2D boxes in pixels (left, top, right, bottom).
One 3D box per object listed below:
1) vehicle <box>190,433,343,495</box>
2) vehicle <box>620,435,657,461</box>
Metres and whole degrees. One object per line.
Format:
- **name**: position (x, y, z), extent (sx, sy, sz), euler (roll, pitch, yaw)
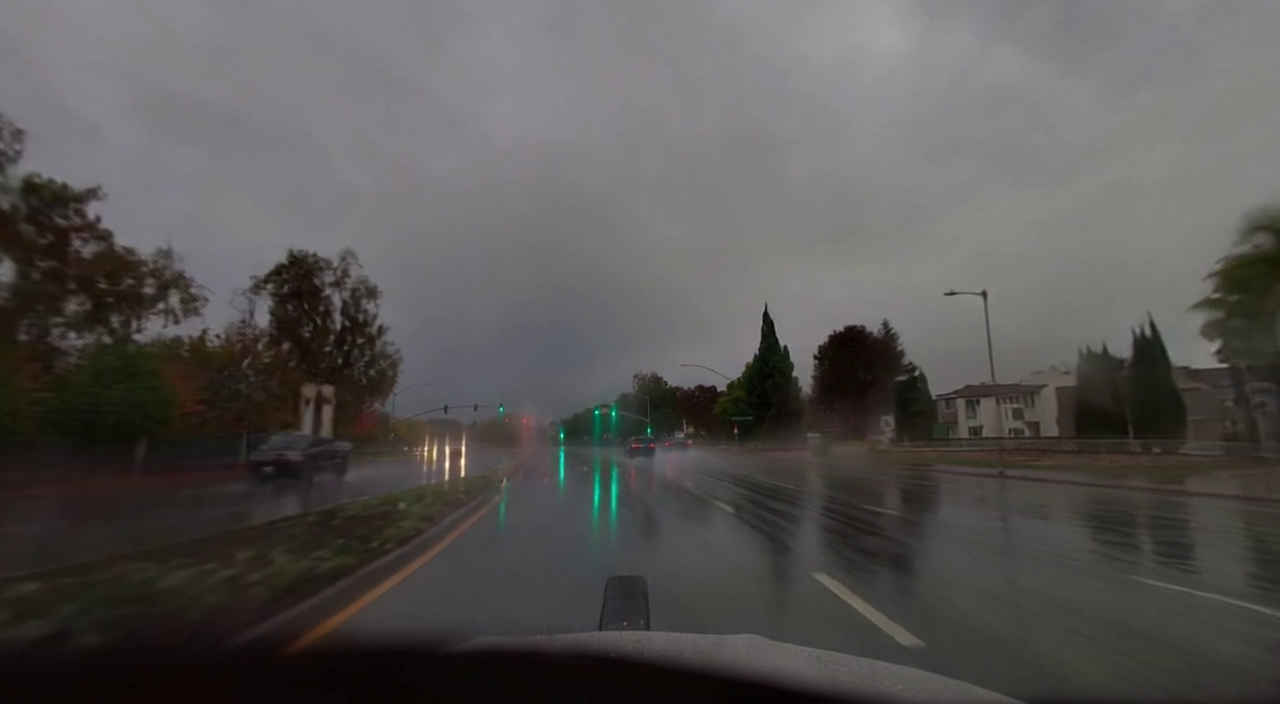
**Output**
- **vehicle**: position (-13.133, 3.945, 22.769), extent (2.278, 1.928, 5.776), euler (0, -8, -3)
- **vehicle**: position (-0.152, 7.173, 47.112), extent (2.046, 1.818, 4.603), euler (1, -8, -9)
